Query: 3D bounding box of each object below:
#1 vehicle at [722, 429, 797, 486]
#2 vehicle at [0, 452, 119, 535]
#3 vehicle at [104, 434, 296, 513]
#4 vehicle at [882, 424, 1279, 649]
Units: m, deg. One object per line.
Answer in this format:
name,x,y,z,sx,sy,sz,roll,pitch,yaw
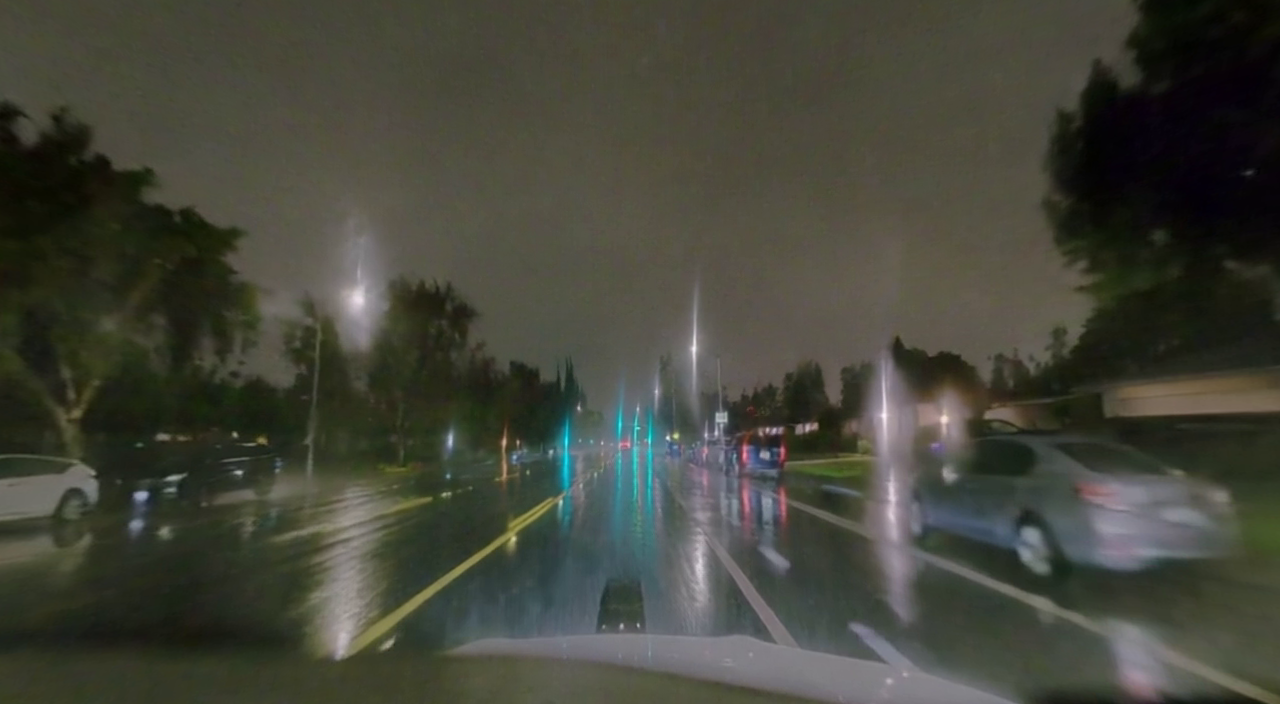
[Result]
vehicle,4.404,3.940,24.164,2.074,1.838,5.402,1,-8,3
vehicle,-12.553,2.683,11.642,1.925,1.498,4.850,-5,-9,-1
vehicle,-12.601,3.501,18.652,2.075,1.917,4.984,-2,-9,0
vehicle,4.691,1.595,6.808,2.035,1.498,4.910,0,-8,-2
